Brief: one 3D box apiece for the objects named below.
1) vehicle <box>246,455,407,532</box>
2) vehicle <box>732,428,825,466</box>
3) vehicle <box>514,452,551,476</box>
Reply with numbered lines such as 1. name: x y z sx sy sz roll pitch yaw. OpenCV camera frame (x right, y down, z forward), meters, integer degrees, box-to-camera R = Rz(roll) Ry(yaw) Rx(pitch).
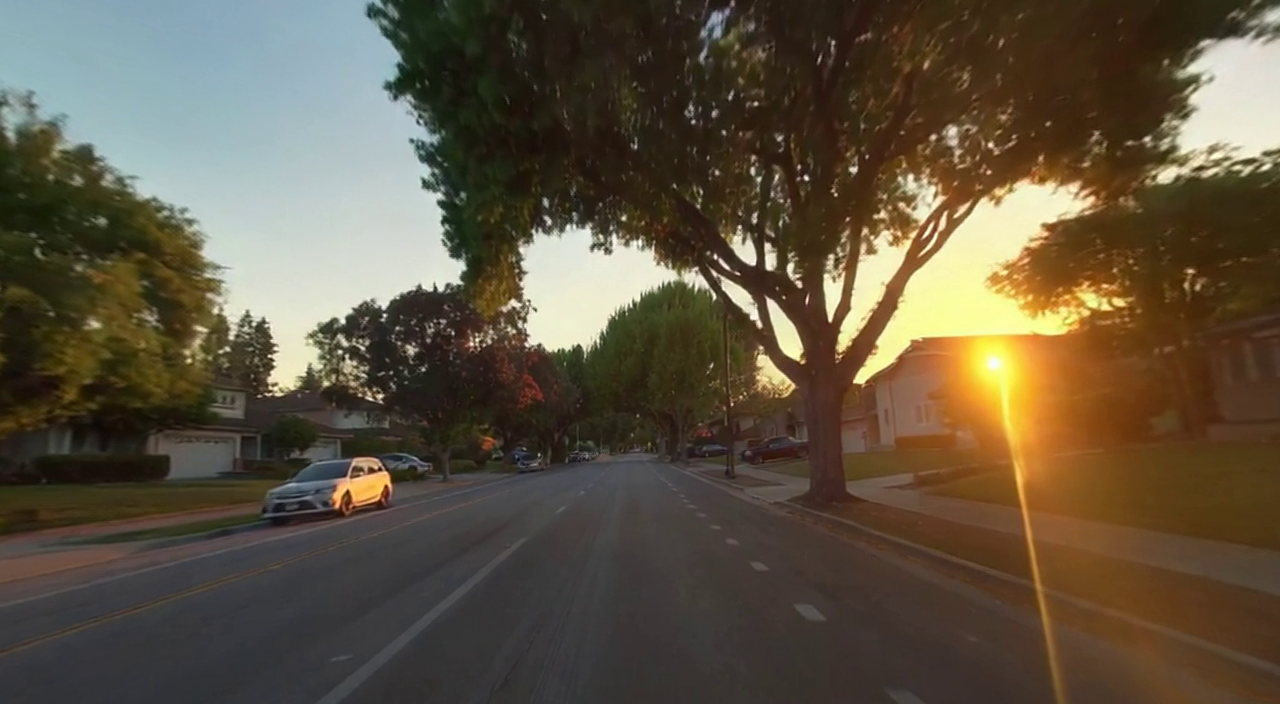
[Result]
1. vehicle: -7.743 3.484 16.175 1.919 1.492 4.547 -5 -9 -2
2. vehicle: 8.616 5.961 39.568 5.221 1.958 1.992 -4 -9 -1
3. vehicle: -8.060 8.420 47.709 1.973 1.500 4.781 -5 -9 -2
